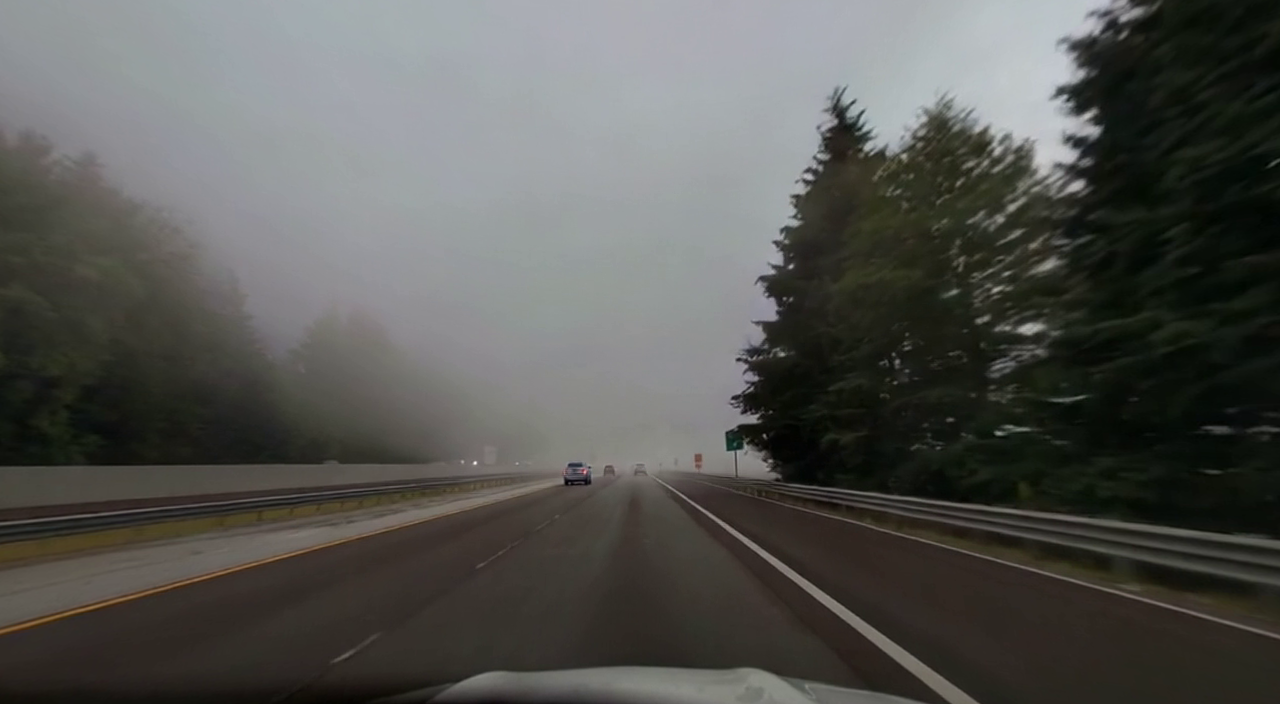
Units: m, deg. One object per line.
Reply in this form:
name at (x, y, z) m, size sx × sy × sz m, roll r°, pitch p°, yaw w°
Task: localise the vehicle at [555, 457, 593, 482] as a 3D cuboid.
vehicle at (-4.791, 8.600, 46.173) m, size 2.175 × 1.658 × 4.582 m, roll 1°, pitch -10°, yaw 1°
